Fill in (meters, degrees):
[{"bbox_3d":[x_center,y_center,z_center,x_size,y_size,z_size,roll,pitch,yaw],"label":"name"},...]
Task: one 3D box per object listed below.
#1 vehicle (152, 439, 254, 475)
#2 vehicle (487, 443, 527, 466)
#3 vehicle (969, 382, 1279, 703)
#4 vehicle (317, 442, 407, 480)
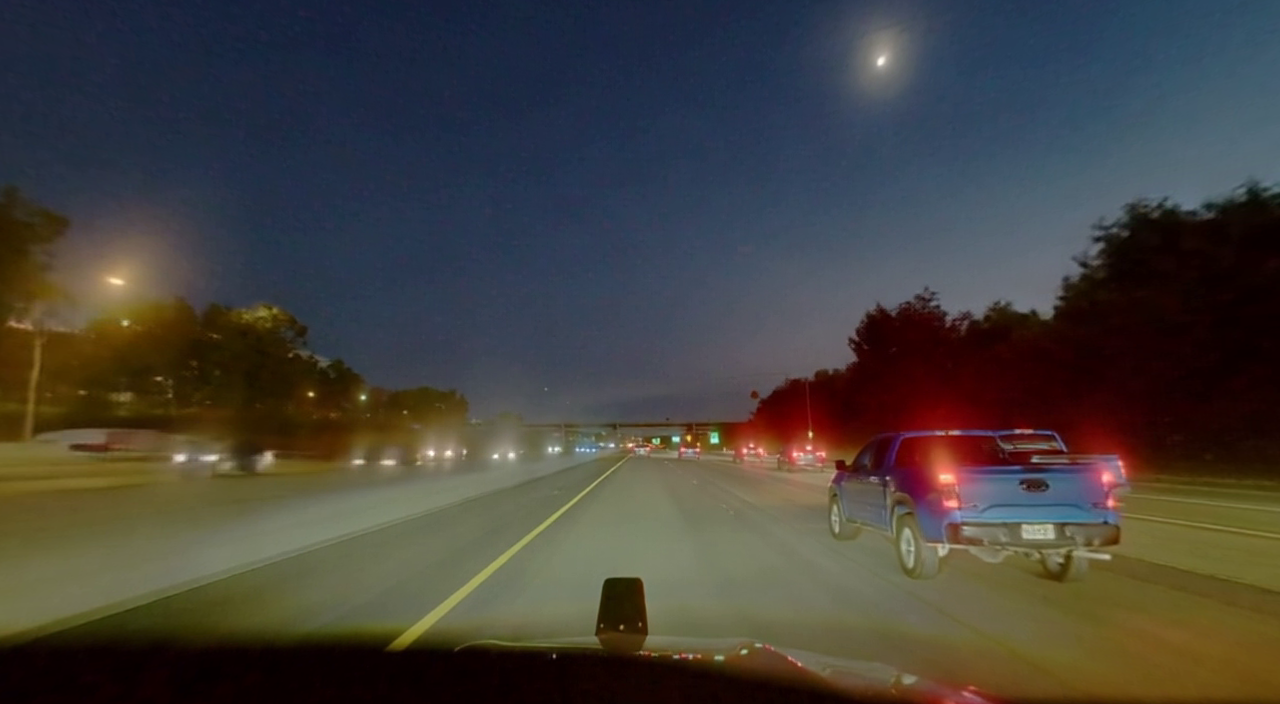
[{"bbox_3d":[-21.749,5.232,31.620,1.945,1.661,4.387,0,-8,0],"label":"vehicle"},{"bbox_3d":[-9.290,7.193,44.514,1.865,1.481,4.492,0,-8,0],"label":"vehicle"},{"bbox_3d":[3.251,0.808,1.742,2.119,1.524,4.807,0,-8,0],"label":"vehicle"},{"bbox_3d":[-11.735,4.606,26.939,1.850,1.465,4.257,0,-8,1],"label":"vehicle"}]
